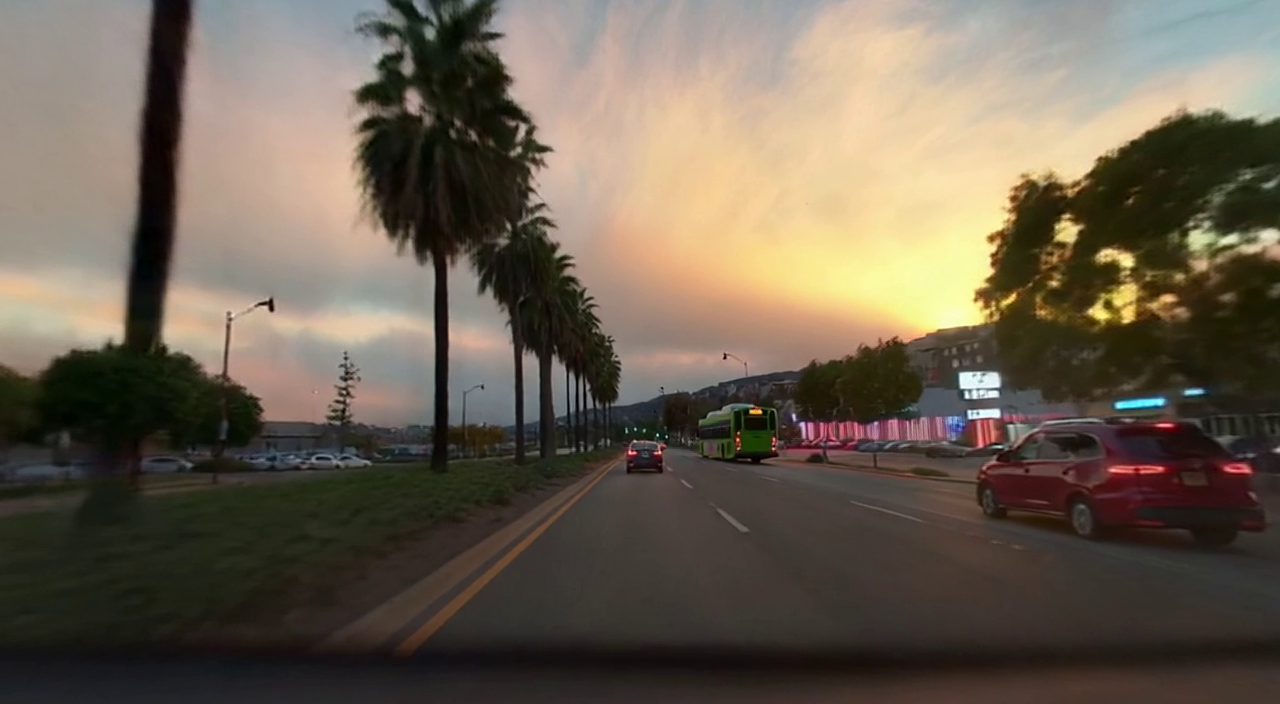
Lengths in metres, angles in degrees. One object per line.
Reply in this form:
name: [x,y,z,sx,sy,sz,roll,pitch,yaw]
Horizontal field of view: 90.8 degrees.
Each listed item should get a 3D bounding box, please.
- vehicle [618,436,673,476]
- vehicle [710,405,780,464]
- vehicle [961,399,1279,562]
vehicle: [0.180,4.284,26.174,2.065,1.477,4.306,0,-9,-1]
vehicle: [6.581,5.447,41.030,2.795,3.383,9.287,0,-9,-1]
vehicle: [6.543,1.641,8.666,2.031,1.670,4.154,0,-9,0]
